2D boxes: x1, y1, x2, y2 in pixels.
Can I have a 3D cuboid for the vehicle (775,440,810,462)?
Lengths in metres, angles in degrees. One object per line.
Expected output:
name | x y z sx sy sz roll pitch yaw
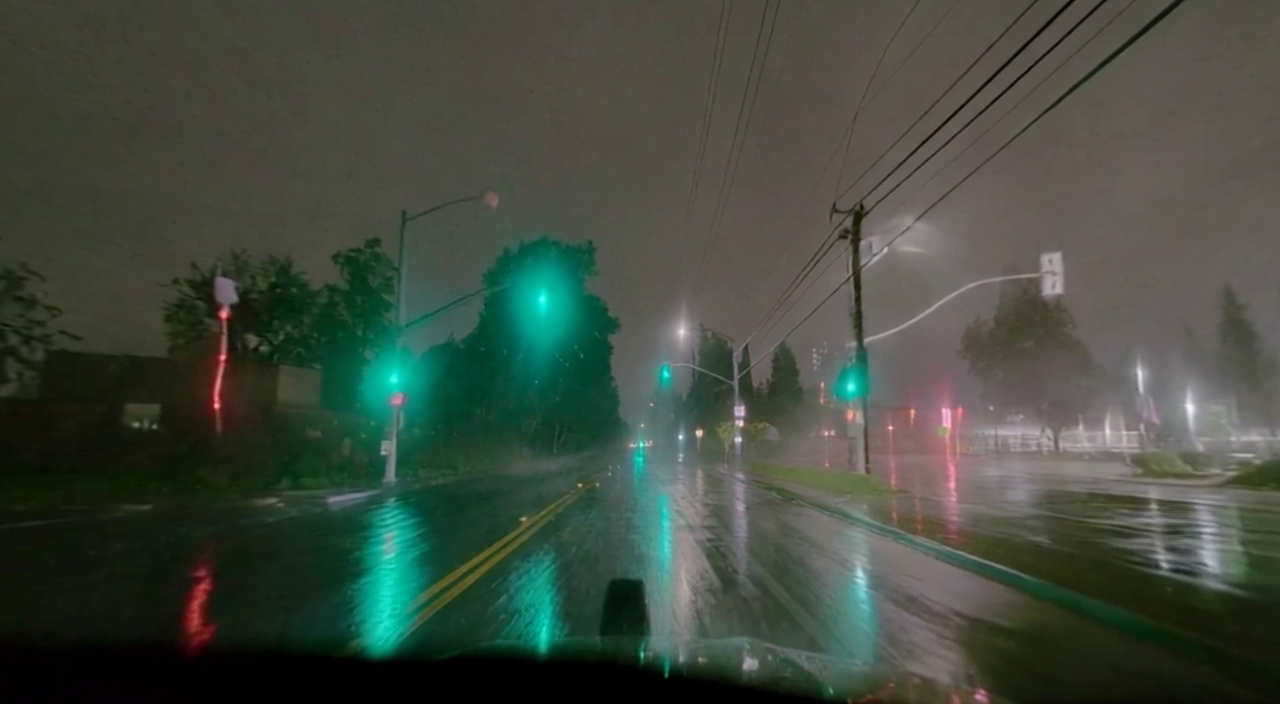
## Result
vehicle | 11.941 7.759 49.568 1.719 1.583 4.160 0 -8 0
